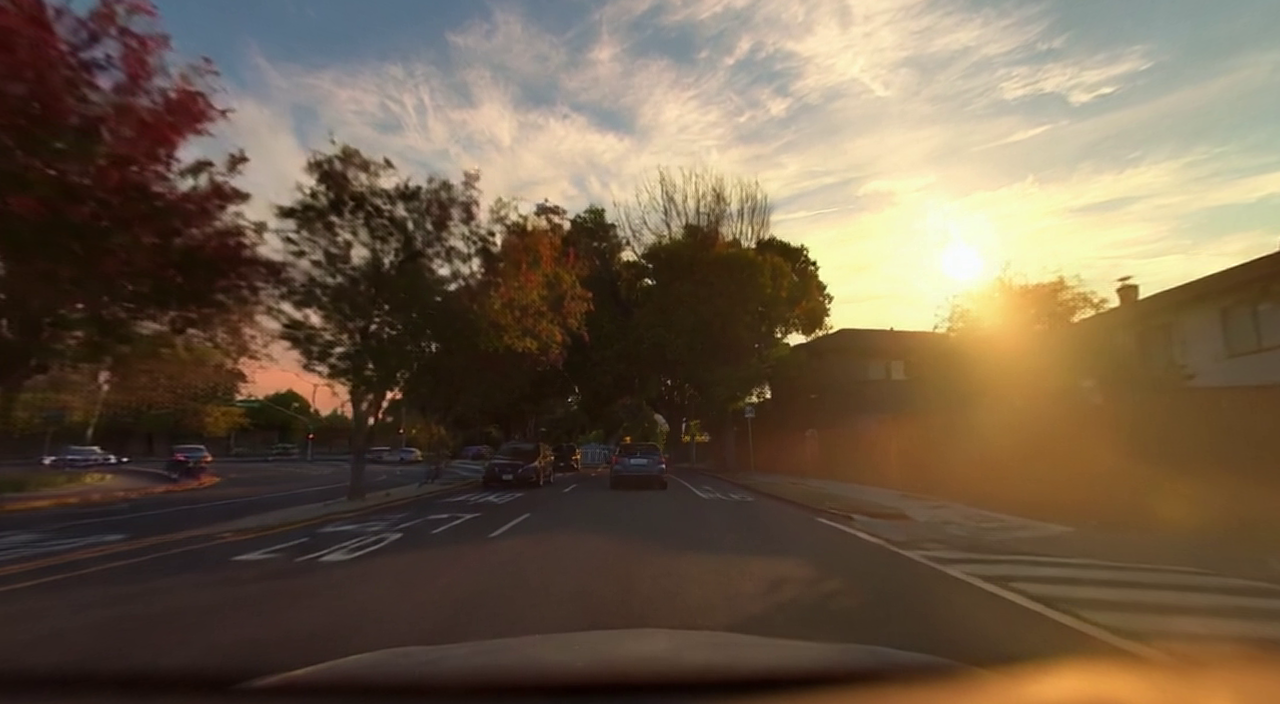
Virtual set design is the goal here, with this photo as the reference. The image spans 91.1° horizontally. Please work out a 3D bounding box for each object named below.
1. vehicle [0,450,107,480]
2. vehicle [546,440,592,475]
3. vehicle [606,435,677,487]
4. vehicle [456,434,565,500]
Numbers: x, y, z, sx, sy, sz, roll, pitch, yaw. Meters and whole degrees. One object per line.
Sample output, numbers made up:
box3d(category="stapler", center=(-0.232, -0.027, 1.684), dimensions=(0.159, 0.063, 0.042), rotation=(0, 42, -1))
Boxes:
box3d(category="vehicle", center=(-34.380, 6.542, 36.325), dimensions=(4.724, 1.597, 2.191), rotation=(2, -8, -11))
box3d(category="vehicle", center=(-3.382, 5.005, 30.055), dimensions=(1.986, 1.561, 3.805), rotation=(1, -8, -6))
box3d(category="vehicle", center=(0.022, 3.801, 22.237), dimensions=(2.290, 1.653, 4.127), rotation=(1, -8, -1))
box3d(category="vehicle", center=(-3.674, 3.324, 18.906), dimensions=(2.067, 1.546, 4.988), rotation=(3, -7, 1))
